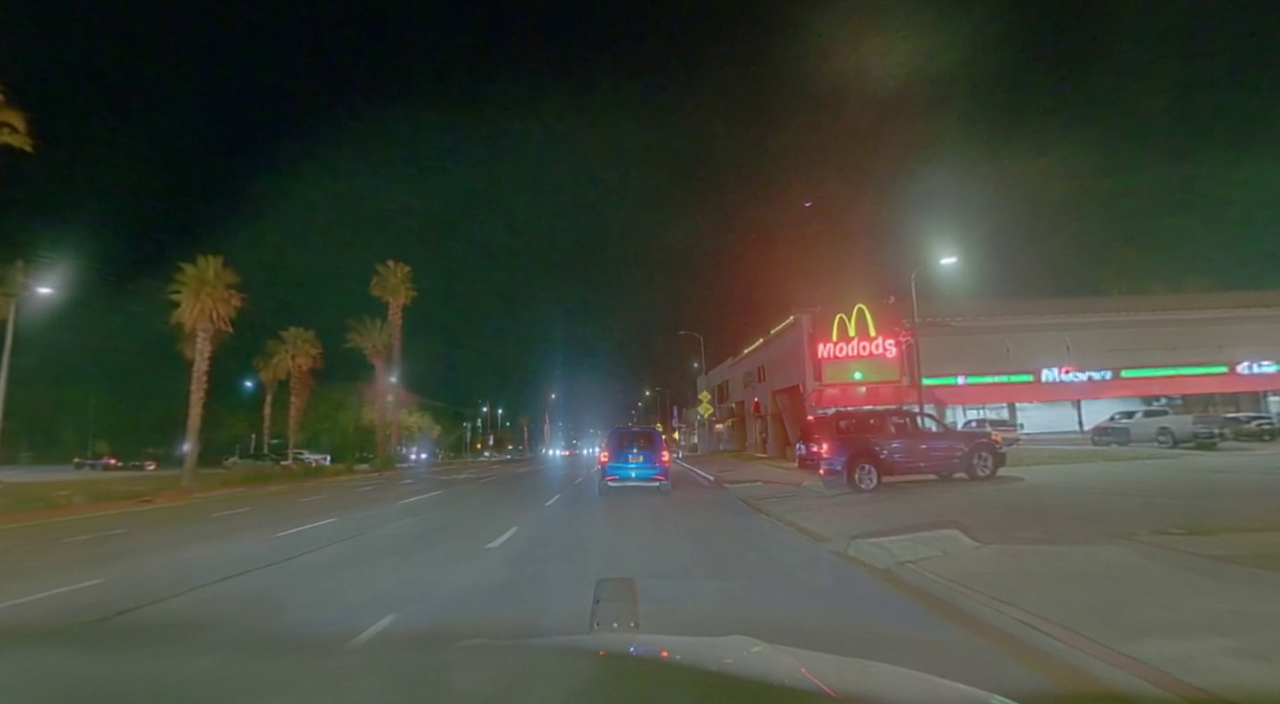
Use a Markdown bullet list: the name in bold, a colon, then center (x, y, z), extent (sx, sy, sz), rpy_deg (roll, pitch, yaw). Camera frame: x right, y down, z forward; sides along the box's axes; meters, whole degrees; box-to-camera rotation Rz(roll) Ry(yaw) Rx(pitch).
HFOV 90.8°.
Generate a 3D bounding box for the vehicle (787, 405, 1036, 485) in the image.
- **vehicle**: center (6.192, 2.197, 14.967), extent (4.828, 1.733, 2.231), rpy_deg (0, -9, -1)

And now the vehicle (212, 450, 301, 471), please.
- **vehicle**: center (-27.104, 7.666, 44.868), extent (5.154, 1.343, 1.943), rpy_deg (4, -9, -23)

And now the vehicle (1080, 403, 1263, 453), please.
- **vehicle**: center (19.918, 2.977, 24.136), extent (2.080, 1.702, 5.430), rpy_deg (0, -9, -3)

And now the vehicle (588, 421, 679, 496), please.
- **vehicle**: center (-0.198, 2.892, 17.458), extent (2.234, 1.818, 3.869), rpy_deg (0, -9, -1)
